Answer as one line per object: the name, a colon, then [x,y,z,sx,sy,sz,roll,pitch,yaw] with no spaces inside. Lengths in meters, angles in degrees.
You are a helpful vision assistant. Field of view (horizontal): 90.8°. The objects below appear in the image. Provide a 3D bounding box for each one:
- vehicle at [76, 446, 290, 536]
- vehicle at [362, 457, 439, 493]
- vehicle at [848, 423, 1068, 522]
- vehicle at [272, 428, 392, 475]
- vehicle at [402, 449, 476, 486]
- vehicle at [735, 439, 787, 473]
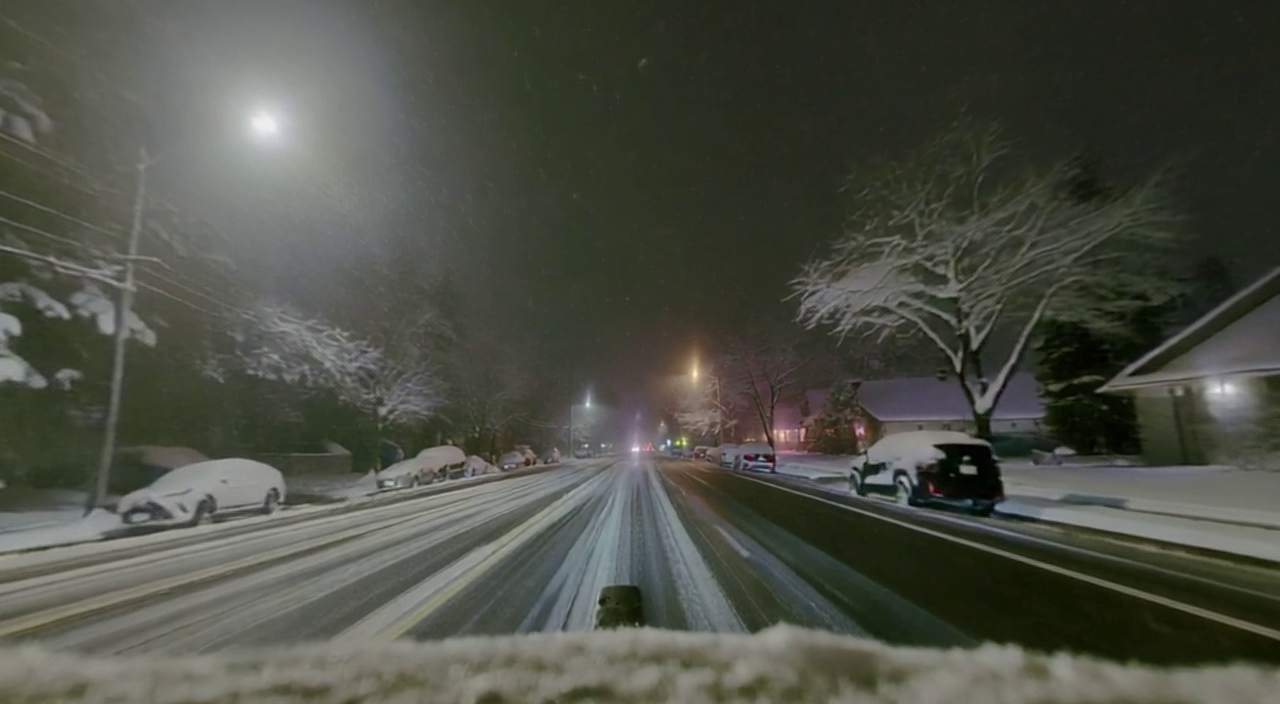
vehicle: [-10.739,3.248,15.338,1.996,1.781,4.139,-3,-9,2]
vehicle: [-10.807,5.548,28.863,1.838,1.450,4.317,0,-9,-1]
vehicle: [7.388,2.874,15.757,2.224,1.956,6.057,0,-9,-1]
vehicle: [-20.694,6.739,42.714,6.604,3.012,2.656,0,-9,1]
vehicle: [-10.734,6.184,34.214,2.050,1.769,5.585,0,-9,1]
vehicle: [7.267,6.308,38.510,2.103,1.912,4.892,0,-9,-1]
